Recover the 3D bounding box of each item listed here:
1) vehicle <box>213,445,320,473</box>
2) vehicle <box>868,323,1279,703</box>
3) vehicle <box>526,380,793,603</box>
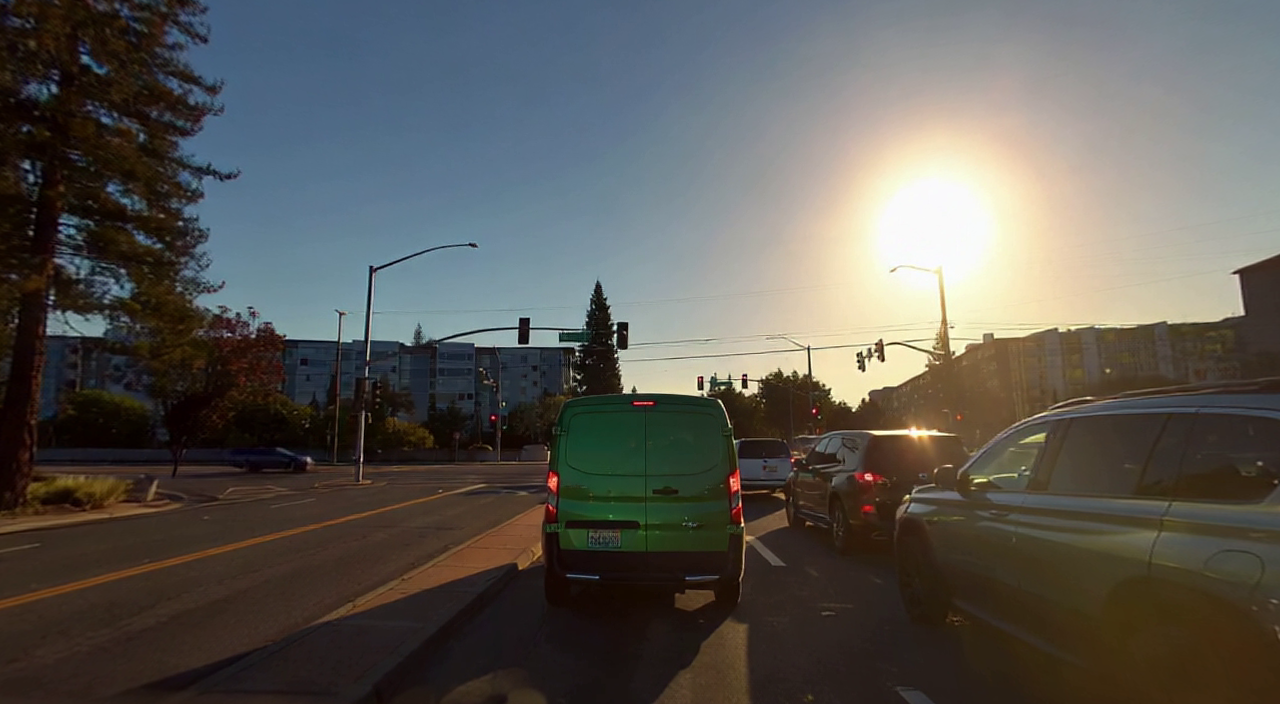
[{"bbox_3d":[-20.910,5.991,35.430,4.664,1.449,1.992,1,-8,-6],"label":"vehicle"},{"bbox_3d":[2.895,0.951,3.179,1.971,1.663,4.287,0,-8,2],"label":"vehicle"},{"bbox_3d":[0.172,1.468,7.451,2.185,1.822,4.391,0,-8,0],"label":"vehicle"}]
